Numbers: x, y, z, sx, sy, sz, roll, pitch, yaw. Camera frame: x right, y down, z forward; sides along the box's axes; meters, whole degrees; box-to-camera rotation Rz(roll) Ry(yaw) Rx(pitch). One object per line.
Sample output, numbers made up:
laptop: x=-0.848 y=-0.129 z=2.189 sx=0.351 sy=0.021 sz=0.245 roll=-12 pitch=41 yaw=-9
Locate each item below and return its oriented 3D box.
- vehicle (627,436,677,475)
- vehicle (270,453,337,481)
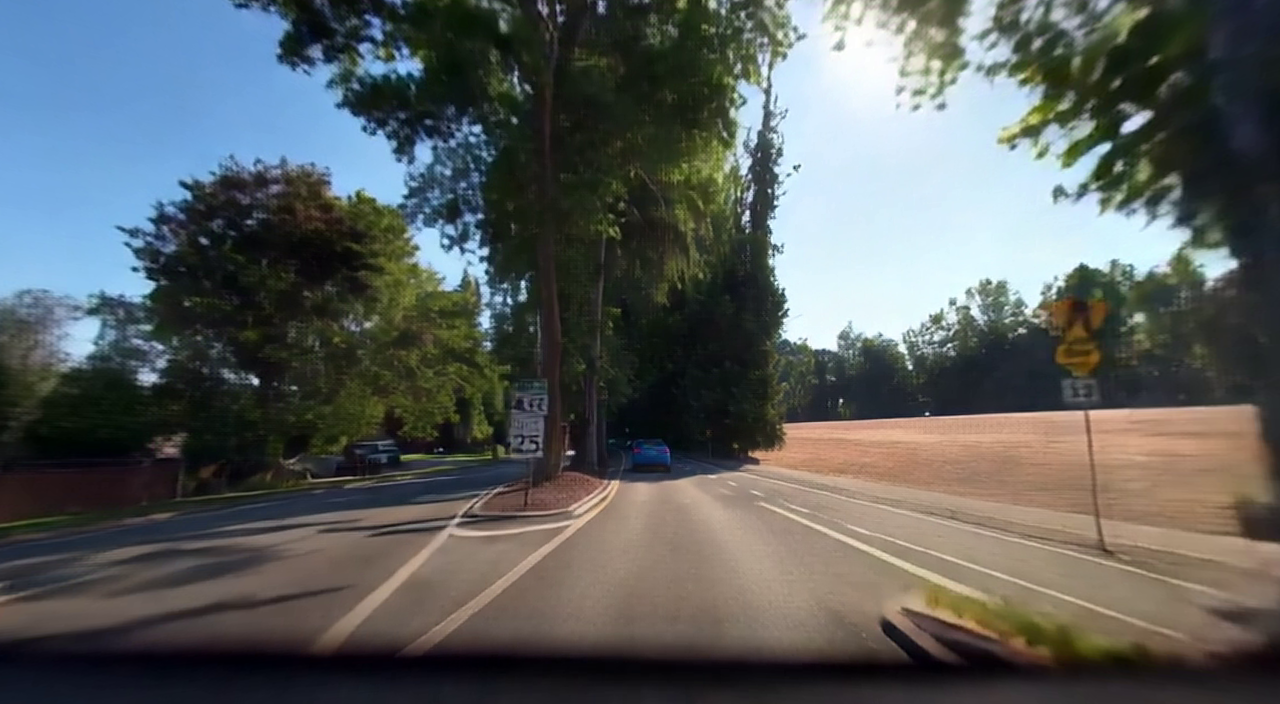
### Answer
vehicle: x=0.490 y=4.930 z=30.269 sx=2.216 sy=1.708 sz=4.110 roll=0 pitch=-9 yaw=-1
vehicle: x=-19.661 y=6.725 z=37.138 sx=1.792 sy=1.471 sz=4.511 roll=2 pitch=-9 yaw=-6
